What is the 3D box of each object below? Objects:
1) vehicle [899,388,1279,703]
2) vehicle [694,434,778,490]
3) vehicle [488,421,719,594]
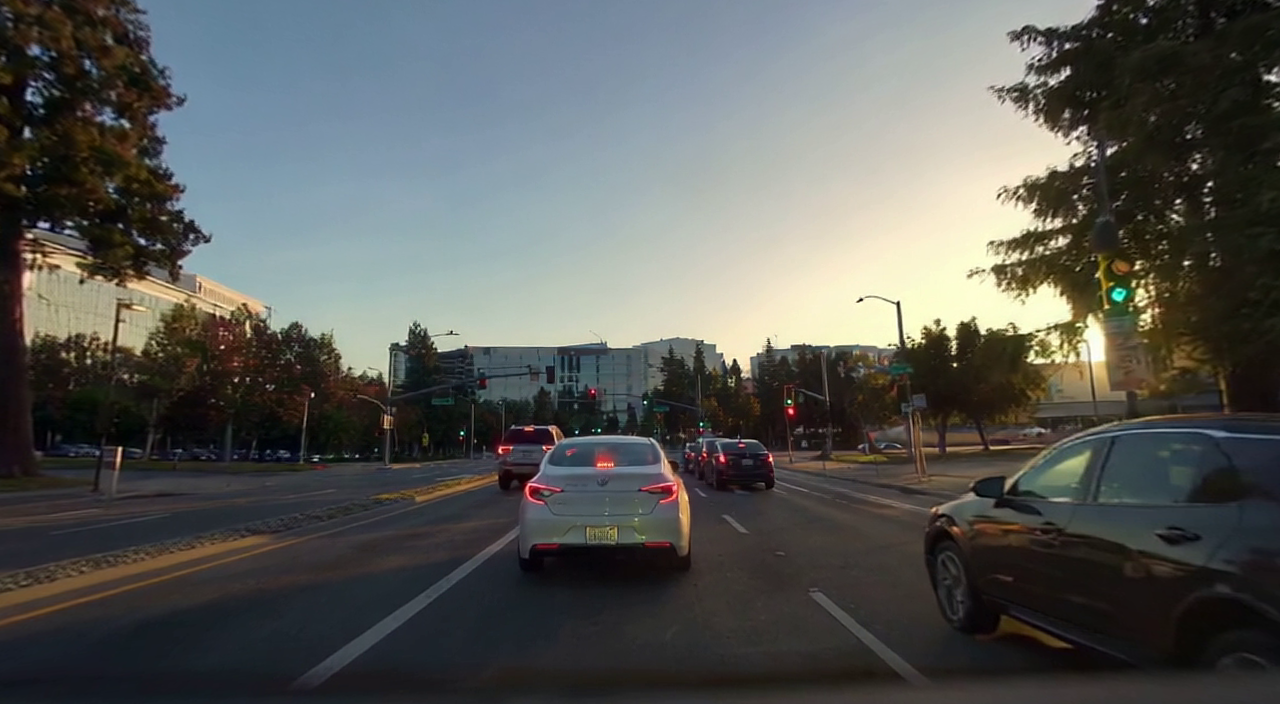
[{"bbox_3d":[3.162,1.004,3.114,1.910,1.474,4.263,0,-9,-1],"label":"vehicle"},{"bbox_3d":[2.906,3.436,20.065,1.874,1.556,4.116,0,-9,-2],"label":"vehicle"},{"bbox_3d":[-0.349,1.632,7.364,2.006,1.487,3.535,0,-9,-1],"label":"vehicle"}]
